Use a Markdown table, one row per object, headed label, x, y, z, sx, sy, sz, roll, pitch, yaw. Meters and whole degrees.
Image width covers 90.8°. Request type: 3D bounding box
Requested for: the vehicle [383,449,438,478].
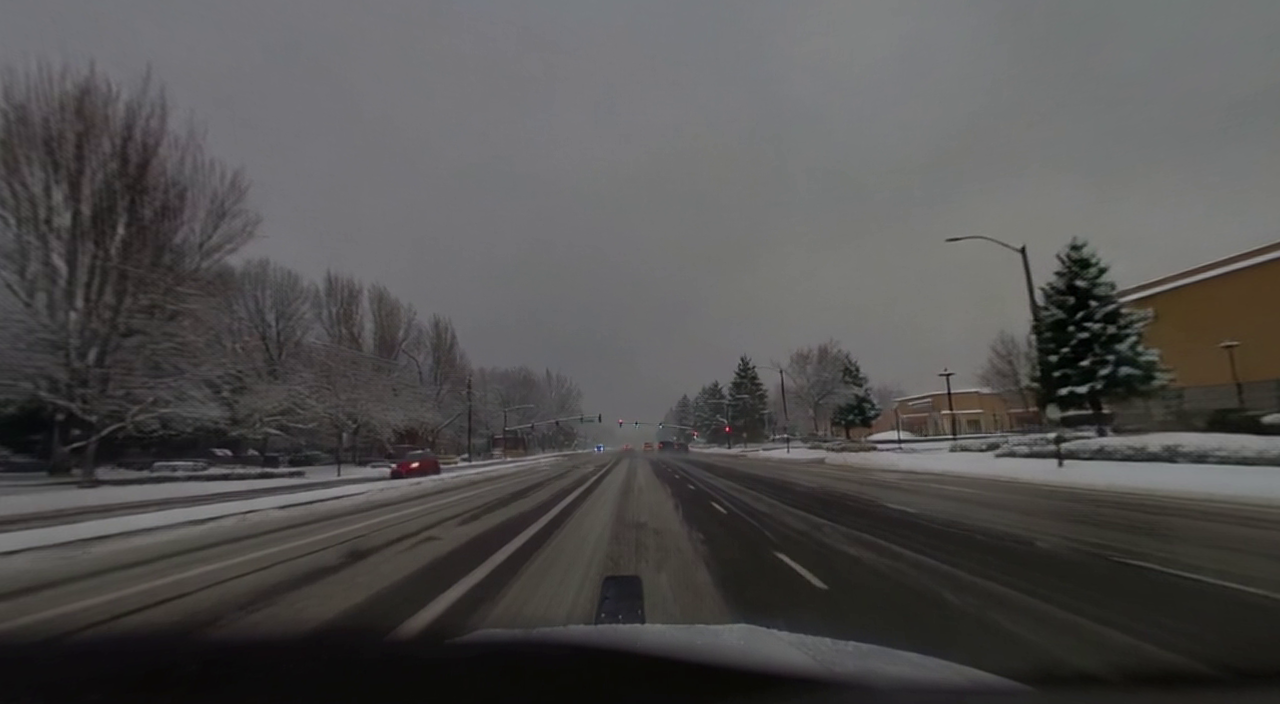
| label | x | y | z | sx | sy | sz | roll | pitch | yaw |
| --- | --- | --- | --- | --- | --- | --- | --- | --- | --- |
| vehicle | -15.110 | 7.347 | 41.827 | 1.998 | 1.785 | 4.362 | 0 | -8 | 0 |
